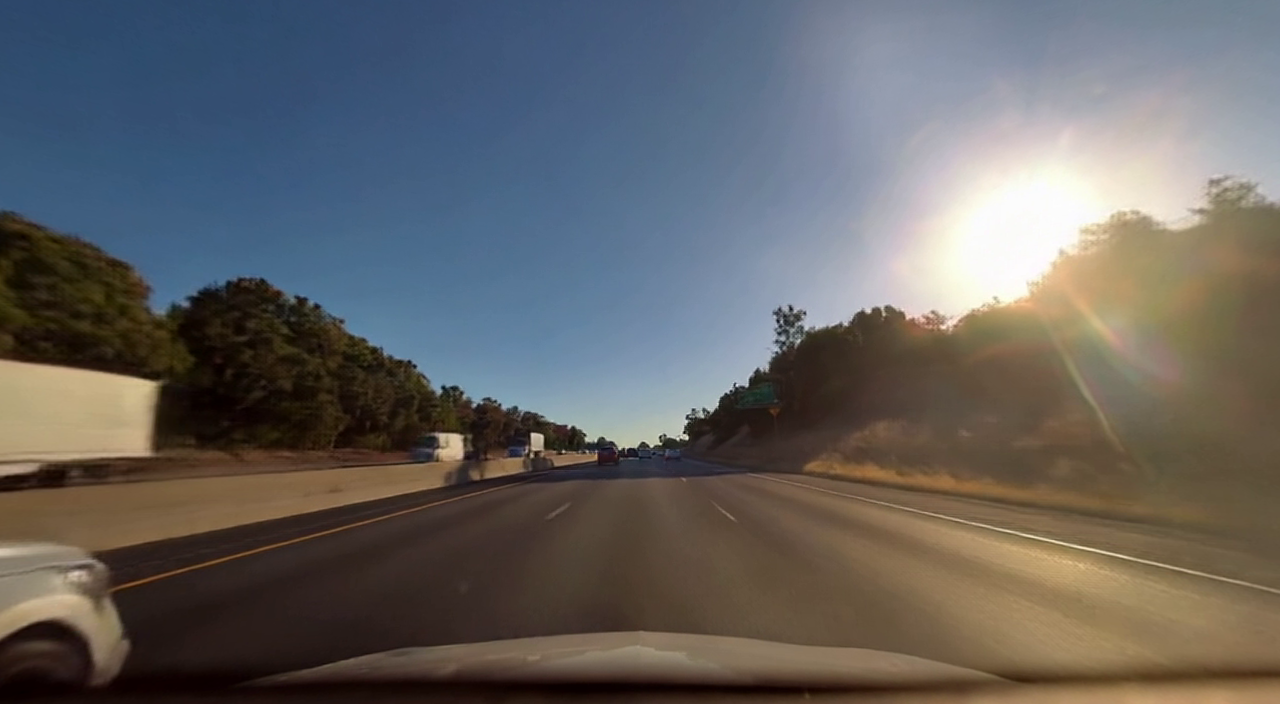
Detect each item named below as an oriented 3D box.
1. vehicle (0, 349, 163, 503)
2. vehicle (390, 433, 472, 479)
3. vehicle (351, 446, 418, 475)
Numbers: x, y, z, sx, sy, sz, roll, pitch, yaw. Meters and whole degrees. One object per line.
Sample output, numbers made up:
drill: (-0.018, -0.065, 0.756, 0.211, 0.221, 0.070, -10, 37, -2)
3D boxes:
vehicle: (-18.791, 1.761, 15.476, 2.883, 4.113, 14.175, 0, -9, 1)
vehicle: (-11.159, 5.608, 34.218, 2.570, 2.297, 5.211, 0, -9, 1)
vehicle: (-15.014, 6.397, 37.338, 2.001, 1.634, 4.519, 0, -9, 1)
